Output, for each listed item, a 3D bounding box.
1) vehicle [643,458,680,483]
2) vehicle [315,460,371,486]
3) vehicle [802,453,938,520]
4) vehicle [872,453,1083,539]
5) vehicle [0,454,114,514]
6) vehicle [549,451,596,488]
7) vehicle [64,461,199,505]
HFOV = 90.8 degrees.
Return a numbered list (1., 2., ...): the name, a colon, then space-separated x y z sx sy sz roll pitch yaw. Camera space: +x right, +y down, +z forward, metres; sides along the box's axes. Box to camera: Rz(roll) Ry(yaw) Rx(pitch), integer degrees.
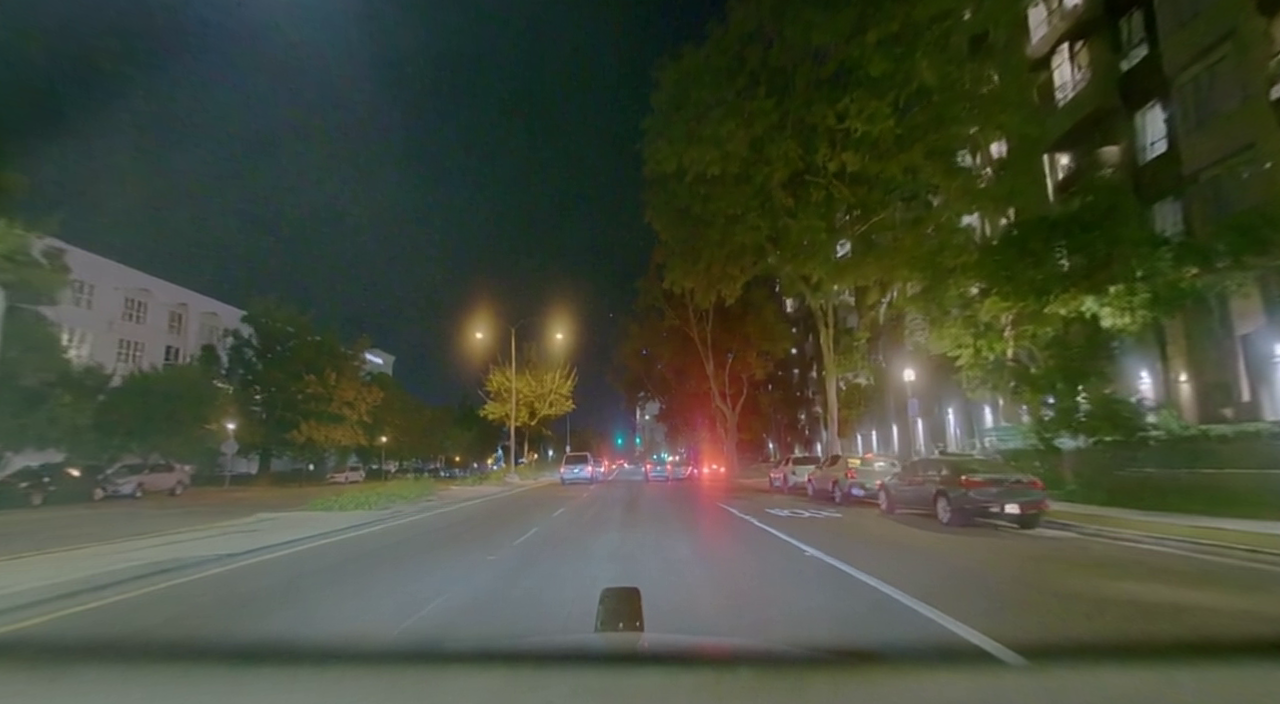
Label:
1. vehicle: 1.503 8.494 45.322 2.201 1.589 3.843 0 -8 -4
2. vehicle: -22.522 9.181 48.112 1.996 1.767 4.613 0 -8 -1
3. vehicle: 7.012 4.129 19.957 2.320 1.764 4.731 0 -8 -2
4. vehicle: 7.008 2.998 13.797 2.269 1.506 4.152 0 -8 -1
5. vehicle: -21.624 4.586 22.359 2.270 1.830 4.409 0 -8 -3
6. vehicle: -3.854 6.770 36.811 2.223 1.957 4.845 0 -8 0
7. vehicle: -21.780 5.585 27.360 1.999 1.562 4.803 0 -8 -3
